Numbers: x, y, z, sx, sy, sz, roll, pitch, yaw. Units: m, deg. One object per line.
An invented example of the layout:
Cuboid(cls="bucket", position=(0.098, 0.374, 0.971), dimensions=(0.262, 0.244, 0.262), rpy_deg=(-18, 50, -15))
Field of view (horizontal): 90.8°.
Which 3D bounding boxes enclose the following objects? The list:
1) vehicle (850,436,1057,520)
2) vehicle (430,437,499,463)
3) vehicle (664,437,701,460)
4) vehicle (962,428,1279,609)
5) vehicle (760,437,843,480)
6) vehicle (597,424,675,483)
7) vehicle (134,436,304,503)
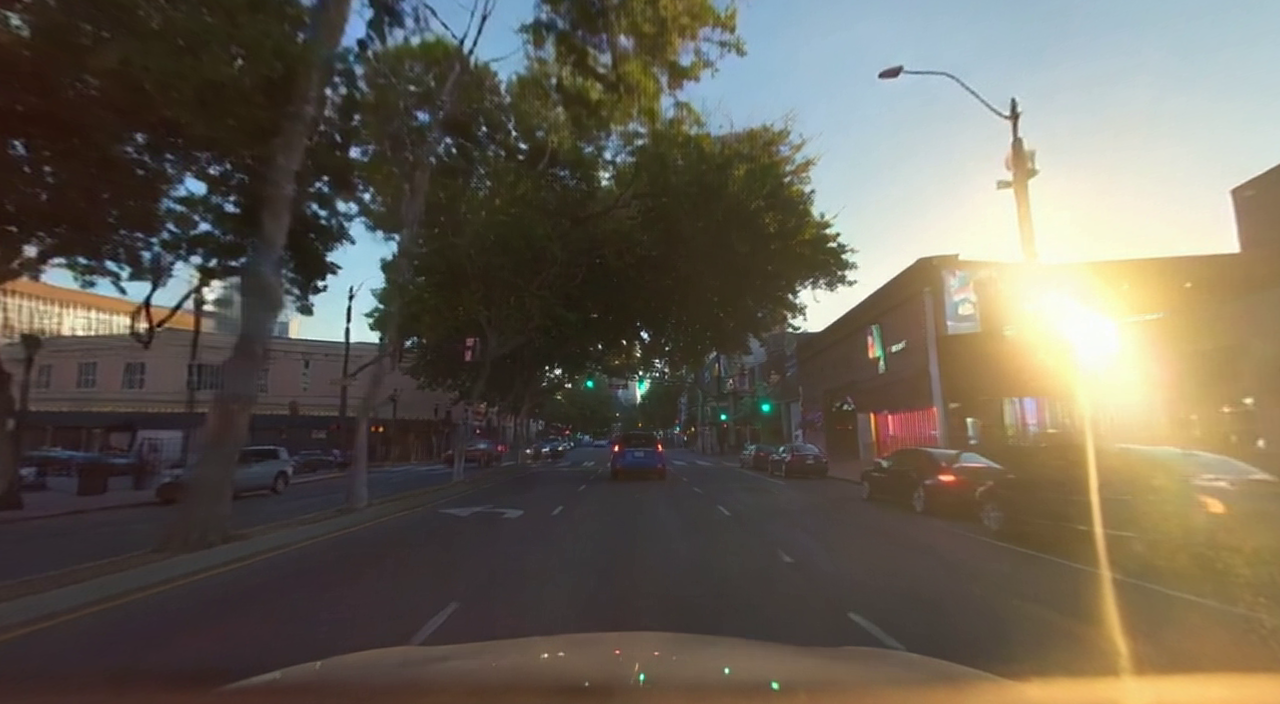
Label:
Cuboid(cls="vehicle", position=(6.218, 2.528, 13.292), dimensions=(1.964, 1.429, 4.515), rpy_deg=(0, -8, -1))
Cuboid(cls="vehicle", position=(-12.539, 7.009, 45.102), dimensions=(4.427, 1.757, 2.125), rpy_deg=(-4, -9, 25))
Cuboid(cls="vehicle", position=(2.897, 6.718, 44.010), dimensions=(2.209, 1.478, 4.138), rpy_deg=(0, -8, -1))
Cuboid(cls="vehicle", position=(6.157, 1.729, 7.649), dimensions=(2.048, 1.484, 4.709), rpy_deg=(0, -8, 0))
Cuboid(cls="vehicle", position=(6.100, 4.074, 24.482), dimensions=(1.986, 1.515, 4.265), rpy_deg=(0, -8, -1))
Cuboid(cls="vehicle", position=(-0.164, 3.464, 21.768), dimensions=(2.382, 1.796, 4.610), rpy_deg=(0, -8, -1))
Cuboid(cls="vehicle", position=(-14.057, 3.909, 21.637), dimensions=(2.197, 1.985, 5.183), rpy_deg=(0, -8, 0))
